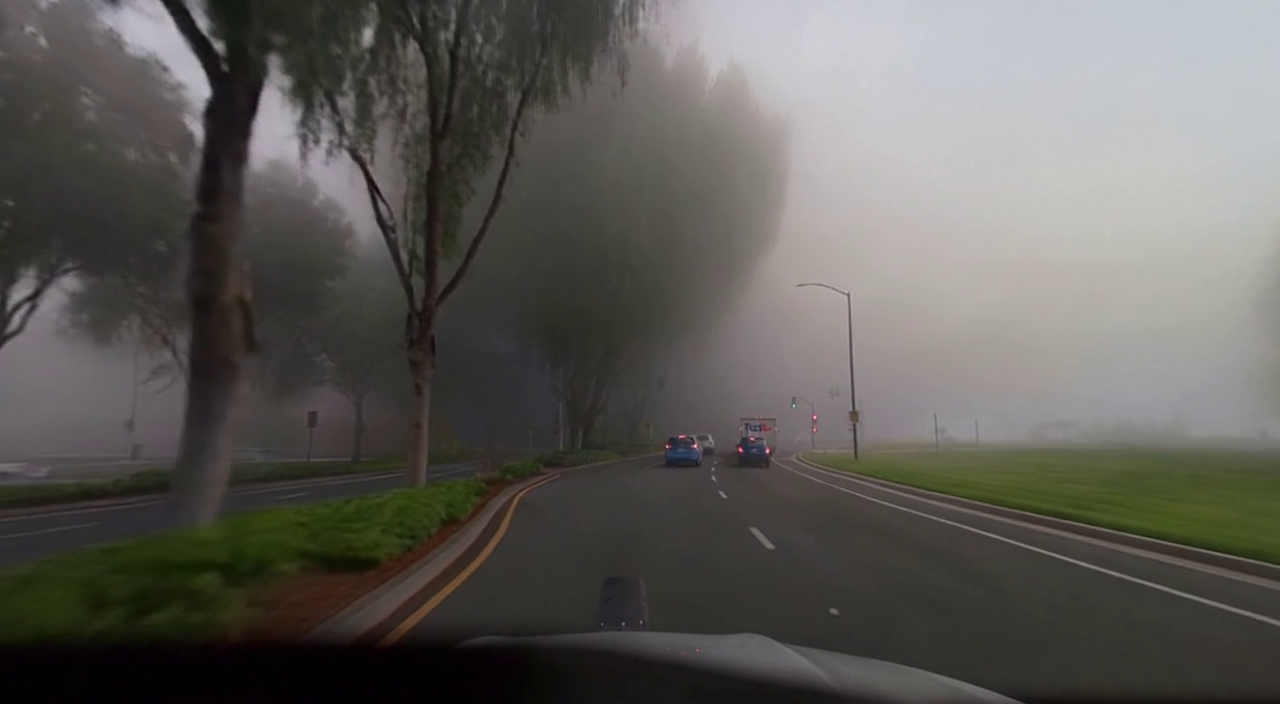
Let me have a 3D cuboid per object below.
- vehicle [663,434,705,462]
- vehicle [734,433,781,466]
[{"bbox_3d":[2.506,5.339,35.140,2.066,1.482,4.273,-1,-8,8],"label":"vehicle"},{"bbox_3d":[5.777,4.844,31.518,1.989,1.497,4.436,-1,-8,6],"label":"vehicle"}]
